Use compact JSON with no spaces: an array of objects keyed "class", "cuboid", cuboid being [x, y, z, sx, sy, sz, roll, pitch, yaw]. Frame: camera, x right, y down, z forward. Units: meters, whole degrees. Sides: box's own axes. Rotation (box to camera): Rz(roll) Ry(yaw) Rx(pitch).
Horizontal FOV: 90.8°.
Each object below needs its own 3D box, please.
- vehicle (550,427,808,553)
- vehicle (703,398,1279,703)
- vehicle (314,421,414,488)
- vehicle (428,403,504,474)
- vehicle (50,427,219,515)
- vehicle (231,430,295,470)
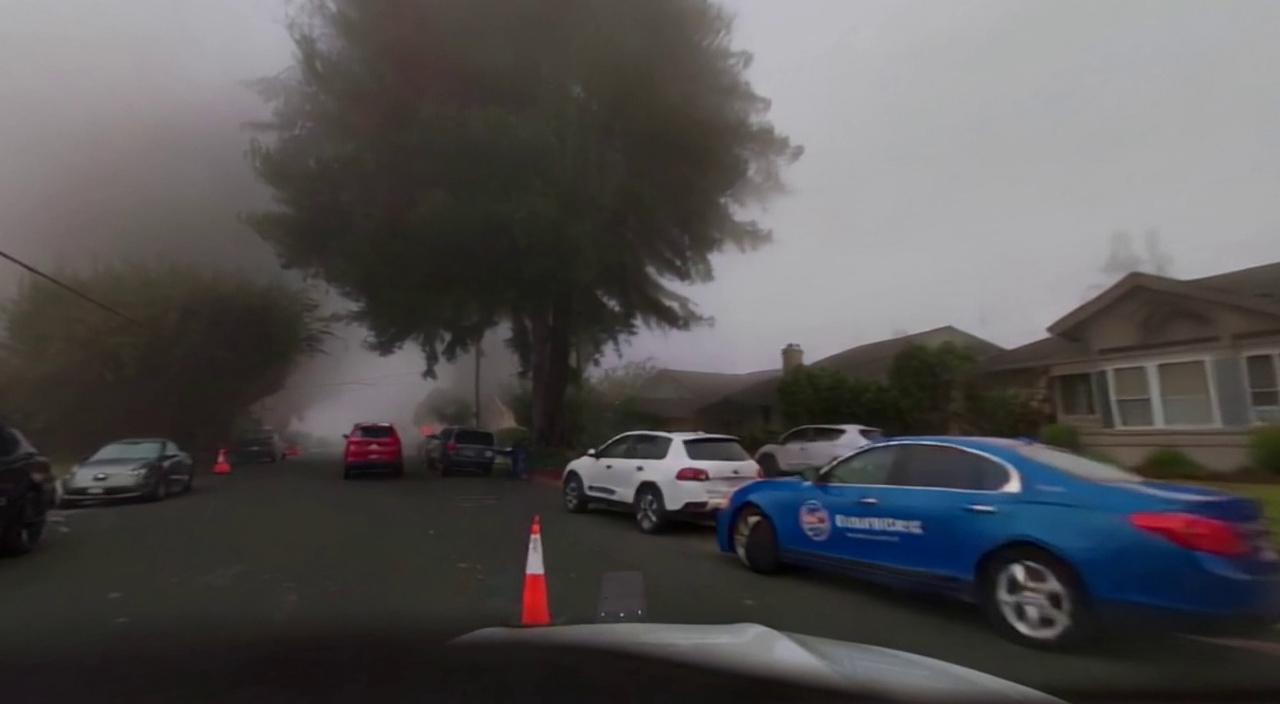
[{"class":"vehicle","cuboid":[0.261,1.990,10.355,1.996,1.497,5.022,3,-8,-25]},{"class":"vehicle","cuboid":[2.745,1.293,5.058,2.400,1.515,4.710,4,-9,-25]},{"class":"vehicle","cuboid":[-8.260,3.006,18.876,2.350,1.748,4.094,4,-9,-25]},{"class":"vehicle","cuboid":[-8.204,4.013,29.374,2.268,2.900,5.980,4,-9,-25]},{"class":"vehicle","cuboid":[-11.381,2.600,14.637,1.877,1.608,4.529,4,-7,-24]},{"class":"vehicle","cuboid":[-19.065,4.916,32.166,2.241,1.822,4.728,2,-8,-25]}]
